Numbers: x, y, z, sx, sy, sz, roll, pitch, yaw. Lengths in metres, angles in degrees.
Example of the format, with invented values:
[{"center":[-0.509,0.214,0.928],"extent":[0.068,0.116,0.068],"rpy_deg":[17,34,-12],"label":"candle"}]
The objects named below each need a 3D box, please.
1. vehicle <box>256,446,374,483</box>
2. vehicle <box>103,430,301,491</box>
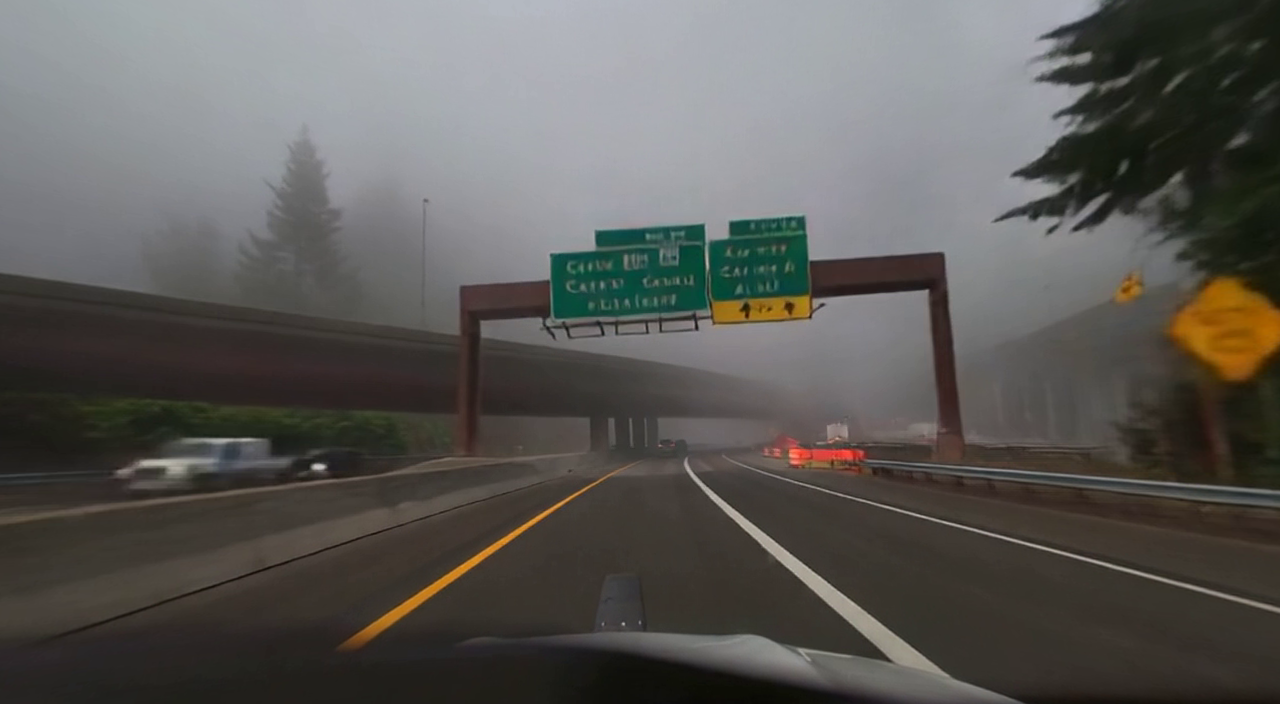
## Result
[{"center":[-13.759,4.788,27.109],"extent":[2.335,1.394,4.706],"rpy_deg":[-1,-8,4],"label":"vehicle"},{"center":[-13.963,3.492,20.732],"extent":[2.324,1.720,5.521],"rpy_deg":[-1,-8,3],"label":"vehicle"}]
